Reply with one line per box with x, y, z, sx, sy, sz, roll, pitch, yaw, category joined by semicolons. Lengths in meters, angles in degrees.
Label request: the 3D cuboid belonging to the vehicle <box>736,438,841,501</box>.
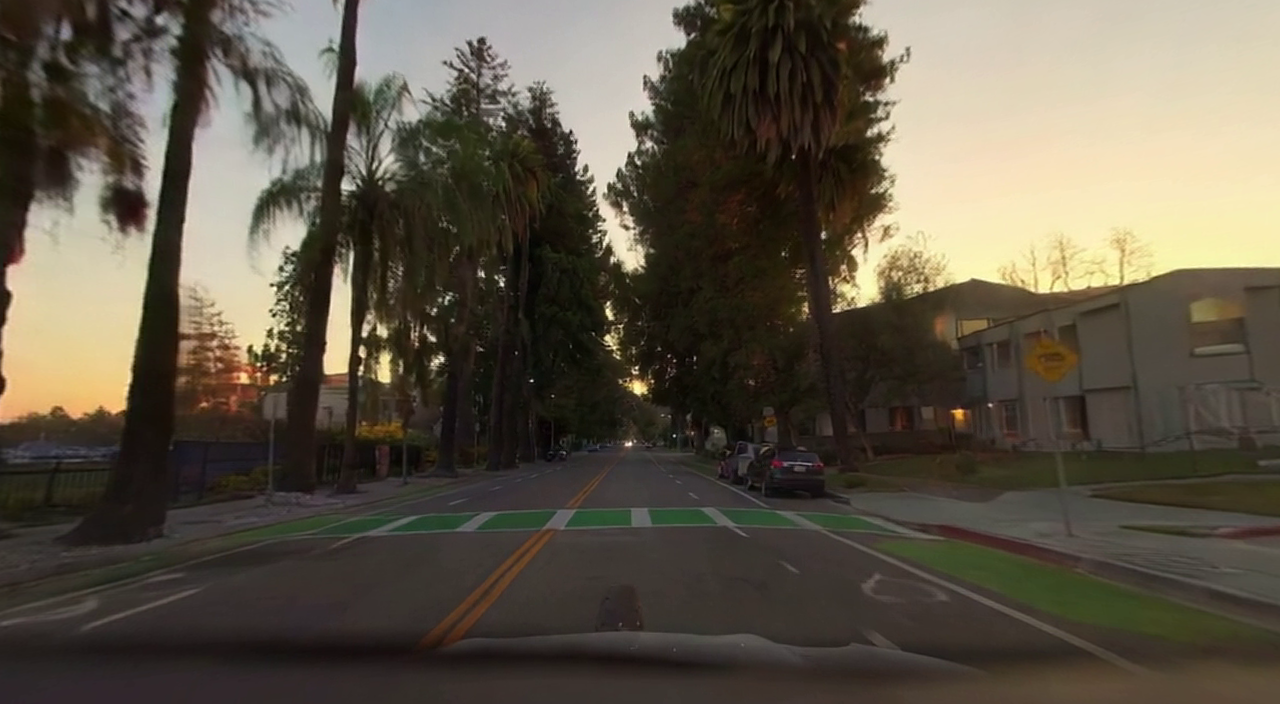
4.295;3.489;19.102;1.997;1.640;4.494;0;-9;-1;vehicle
